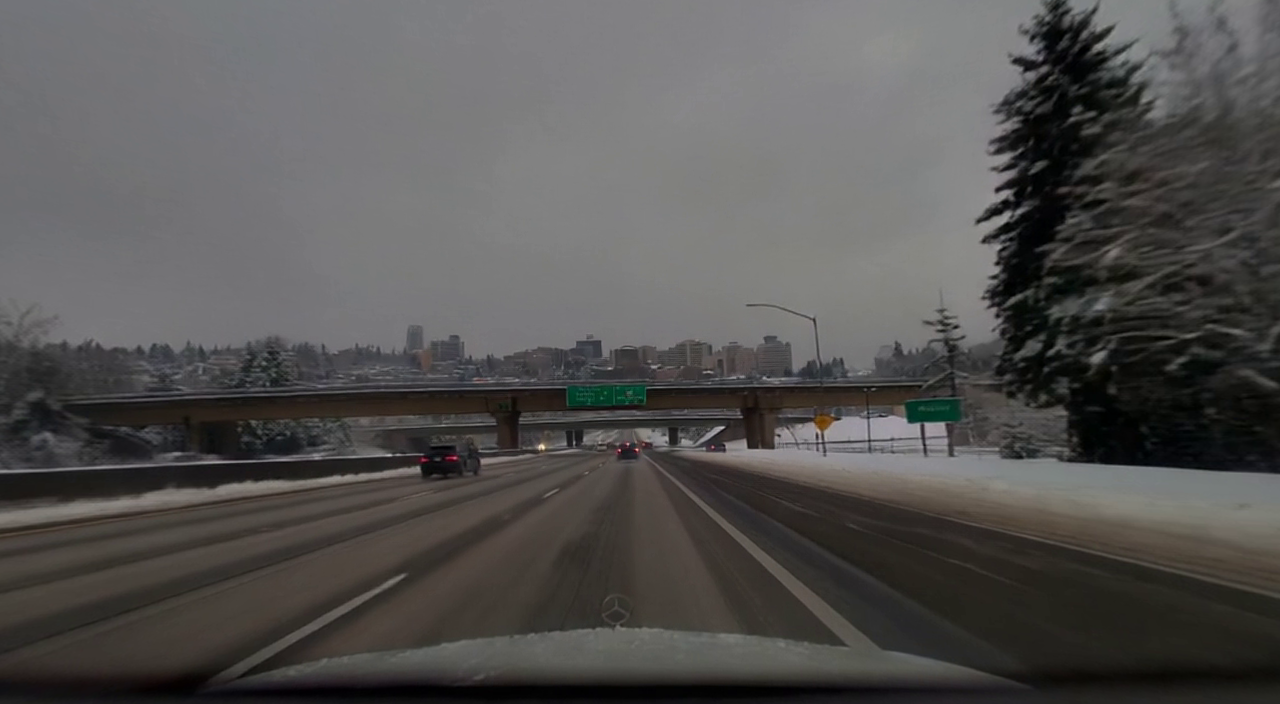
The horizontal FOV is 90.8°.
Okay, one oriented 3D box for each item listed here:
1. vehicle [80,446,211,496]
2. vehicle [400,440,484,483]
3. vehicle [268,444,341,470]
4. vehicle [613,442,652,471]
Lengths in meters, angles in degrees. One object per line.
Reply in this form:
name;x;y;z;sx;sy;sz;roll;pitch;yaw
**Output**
vehicle;-20.425;4.885;26.384;2.021;1.788;4.335;1;-8;-2
vehicle;-7.726;4.291;25.087;1.957;1.554;4.350;0;-8;-1
vehicle;-24.113;7.543;45.713;2.331;1.753;5.521;0;-8;0
vehicle;-0.483;5.731;34.775;2.012;1.471;4.059;0;-8;-2
